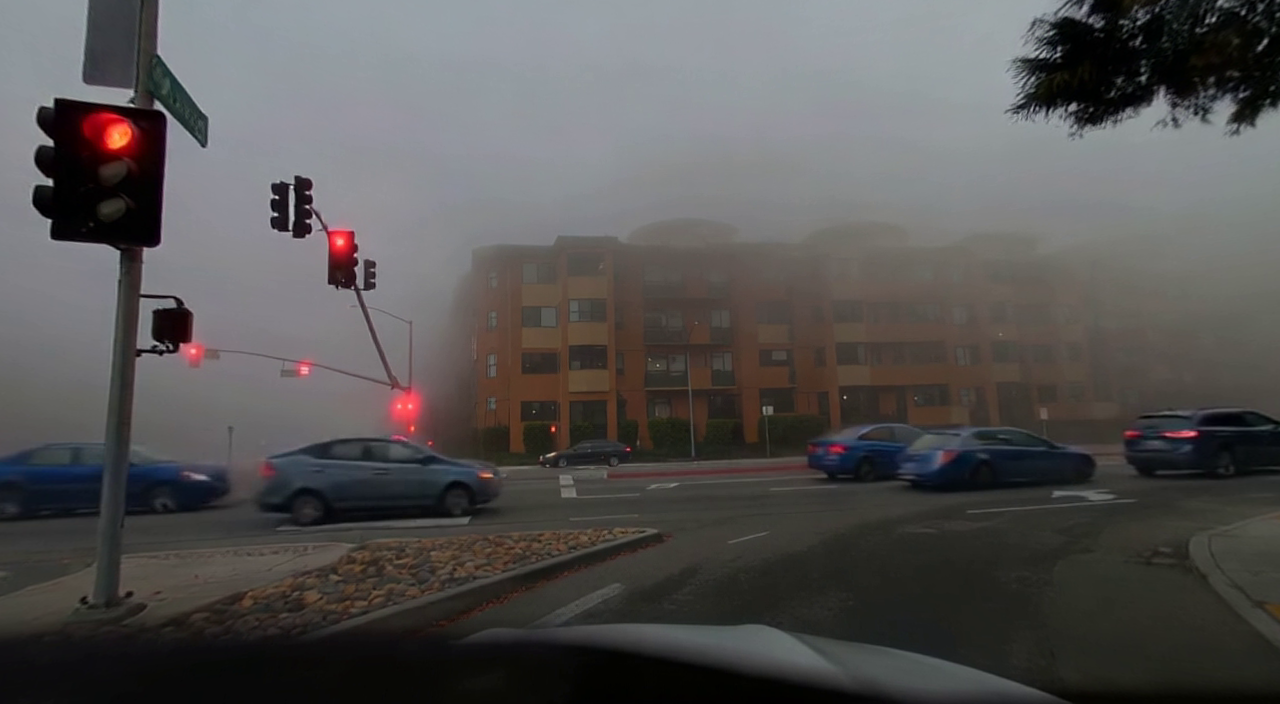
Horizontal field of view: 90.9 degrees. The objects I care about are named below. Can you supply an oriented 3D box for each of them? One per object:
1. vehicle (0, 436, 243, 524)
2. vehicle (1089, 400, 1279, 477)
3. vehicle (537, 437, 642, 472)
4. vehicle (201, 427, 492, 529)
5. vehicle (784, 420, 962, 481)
[{"bbox_3d":[-11.541,2.660,13.478,4.711,1.688,1.915,2,-9,-16],"label":"vehicle"},{"bbox_3d":[15.758,2.399,17.463,5.554,1.911,2.225,2,-9,-15],"label":"vehicle"},{"bbox_3d":[-2.214,4.462,27.648,4.289,1.415,1.774,2,-9,-17],"label":"vehicle"},{"bbox_3d":[-5.224,2.286,11.938,4.581,1.650,1.958,2,-9,-16],"label":"vehicle"},{"bbox_3d":[7.037,2.969,19.192,4.719,1.671,1.985,2,-9,-16],"label":"vehicle"}]
